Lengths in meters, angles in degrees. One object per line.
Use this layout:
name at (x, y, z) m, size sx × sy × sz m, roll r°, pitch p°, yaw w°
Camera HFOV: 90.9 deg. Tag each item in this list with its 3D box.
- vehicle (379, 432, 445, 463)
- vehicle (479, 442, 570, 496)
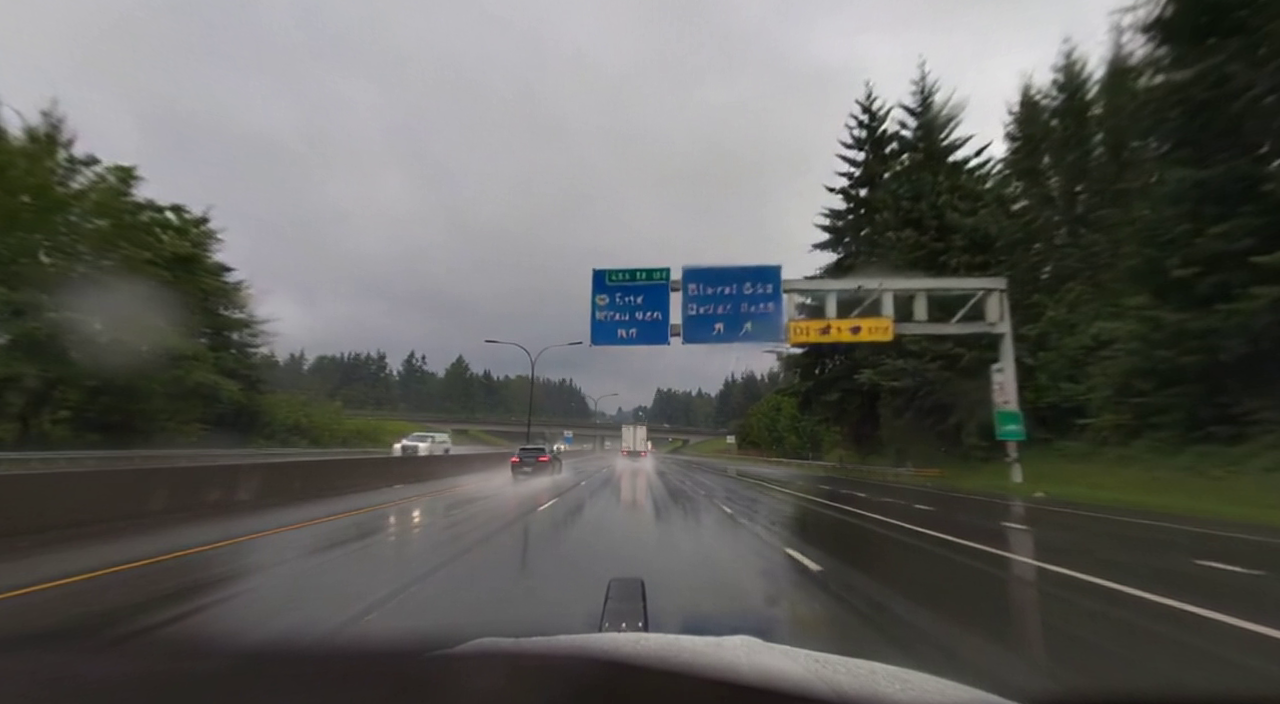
vehicle at (-12.402, 5.282, 34.642) m, size 1.959 × 1.556 × 4.499 m, roll 0°, pitch -9°, yaw -1°
vehicle at (-3.561, 3.701, 20.313) m, size 2.042 × 1.526 × 4.516 m, roll 0°, pitch -9°, yaw 0°
